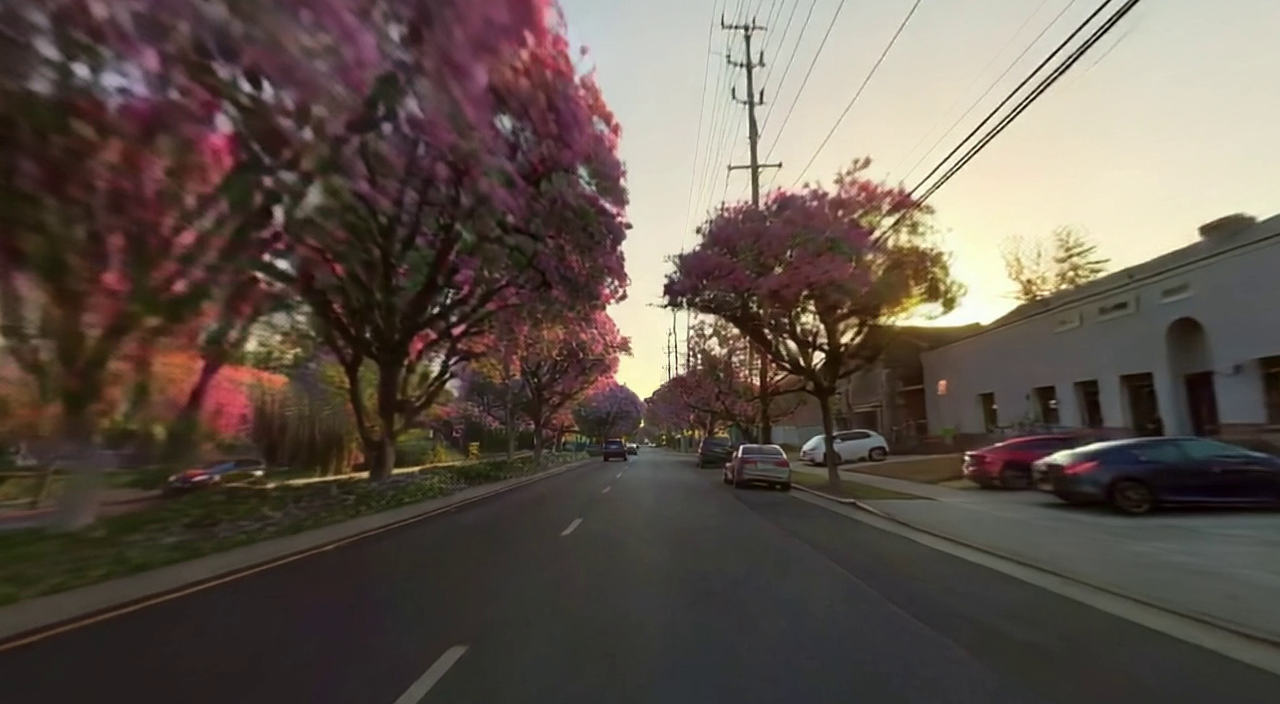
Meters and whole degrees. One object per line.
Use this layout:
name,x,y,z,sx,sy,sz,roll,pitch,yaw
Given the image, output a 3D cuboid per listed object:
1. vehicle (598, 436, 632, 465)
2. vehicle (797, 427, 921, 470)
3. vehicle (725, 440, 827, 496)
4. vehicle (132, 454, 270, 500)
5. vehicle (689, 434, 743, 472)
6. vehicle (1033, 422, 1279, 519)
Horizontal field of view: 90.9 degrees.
vehicle,-1.758,7.101,45.736,2.202,1.961,4.980,0,-9,1
vehicle,9.808,4.362,28.591,4.818,1.847,2.257,-1,-9,2
vehicle,3.873,3.388,18.827,2.042,1.465,4.455,0,-9,0
vehicle,-16.566,4.717,24.135,1.954,1.497,4.613,0,-9,0
vehicle,4.128,5.653,35.455,2.280,1.904,5.779,0,-9,-1
vehicle,9.620,1.983,10.834,4.430,1.480,1.923,0,-9,-2
